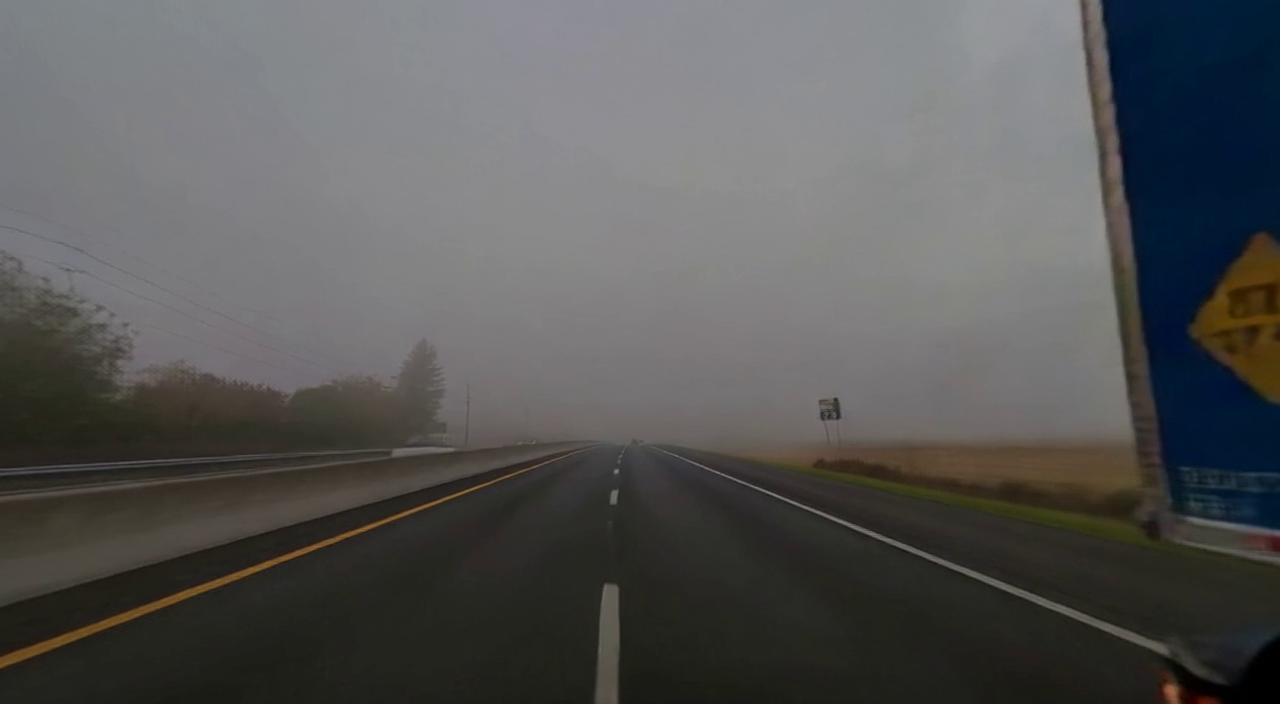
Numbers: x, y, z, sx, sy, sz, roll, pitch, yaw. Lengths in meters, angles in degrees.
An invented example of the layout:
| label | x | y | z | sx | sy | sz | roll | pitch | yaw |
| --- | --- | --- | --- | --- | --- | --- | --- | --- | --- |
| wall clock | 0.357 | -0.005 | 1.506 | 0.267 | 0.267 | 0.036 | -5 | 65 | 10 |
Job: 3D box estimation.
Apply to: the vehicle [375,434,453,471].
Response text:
| label | x | y | z | sx | sy | sz | roll | pitch | yaw |
| --- | --- | --- | --- | --- | --- | --- | --- | --- | --- |
| vehicle | -9.922 | 4.422 | 28.007 | 1.879 | 1.461 | 4.558 | 0 | -8 | -1 |
